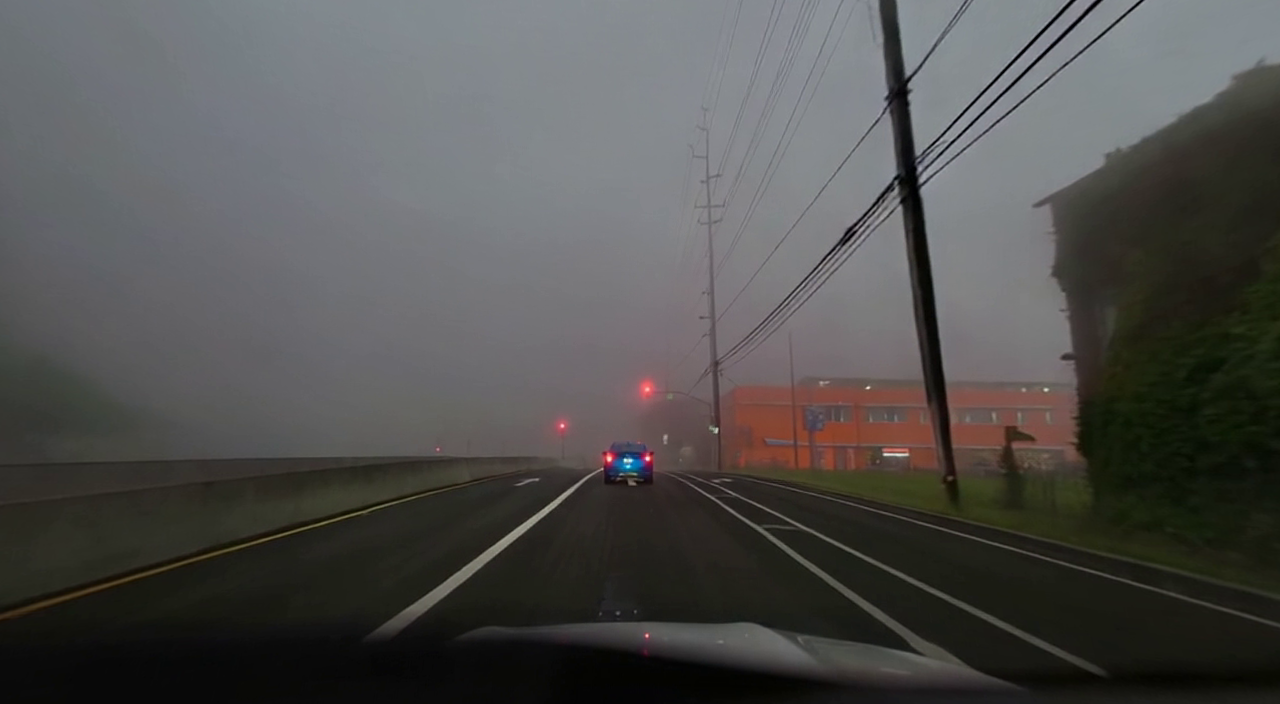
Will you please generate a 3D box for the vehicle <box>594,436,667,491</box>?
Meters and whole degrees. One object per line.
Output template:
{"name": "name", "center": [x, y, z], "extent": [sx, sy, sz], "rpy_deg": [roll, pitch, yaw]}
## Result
{"name": "vehicle", "center": [-0.349, 3.475, 20.121], "extent": [2.123, 1.566, 3.662], "rpy_deg": [0, -8, -2]}
